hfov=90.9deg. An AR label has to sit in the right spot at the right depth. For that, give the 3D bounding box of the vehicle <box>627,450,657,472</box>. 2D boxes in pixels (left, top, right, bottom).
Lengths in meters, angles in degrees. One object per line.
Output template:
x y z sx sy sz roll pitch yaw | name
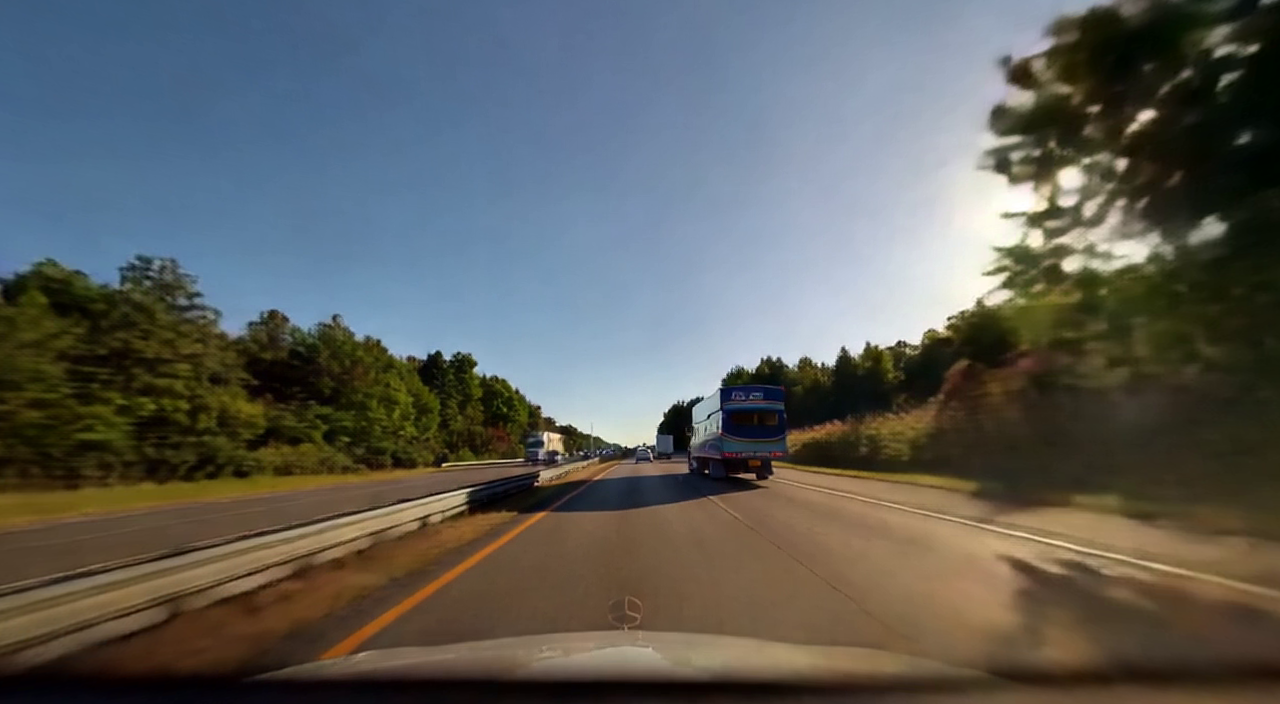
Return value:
0.129 7.334 42.629 1.926 1.386 3.615 0 -9 0 | vehicle

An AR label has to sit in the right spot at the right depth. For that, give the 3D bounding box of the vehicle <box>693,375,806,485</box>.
4.678 4.042 30.843 2.939 4.129 14.300 0 -9 0 | vehicle
